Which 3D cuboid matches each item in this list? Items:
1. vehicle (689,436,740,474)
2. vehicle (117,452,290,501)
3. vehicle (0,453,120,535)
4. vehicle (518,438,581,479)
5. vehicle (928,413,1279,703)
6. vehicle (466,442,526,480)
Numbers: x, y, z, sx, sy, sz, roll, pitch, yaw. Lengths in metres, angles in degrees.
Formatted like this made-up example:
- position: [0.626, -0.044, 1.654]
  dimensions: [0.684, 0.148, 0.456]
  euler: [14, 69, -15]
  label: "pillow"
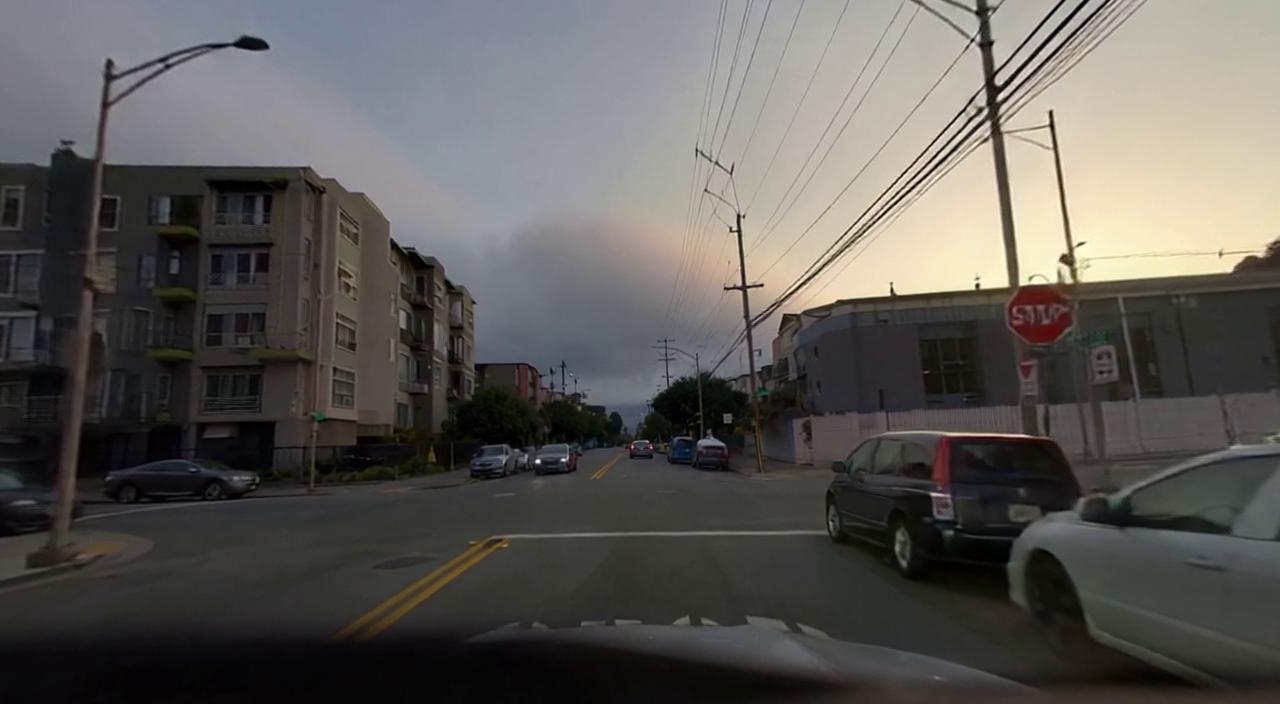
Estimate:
- position: [3.839, 5.406, 33.287]
  dimensions: [2.164, 1.721, 4.416]
  euler: [-4, -9, 1]
  label: "vehicle"
- position: [-17.214, 4.902, 25.067]
  dimensions: [5.354, 1.773, 1.991]
  euler: [0, -9, 0]
  label: "vehicle"
- position: [-16.522, 3.509, 15.505]
  dimensions: [5.392, 1.808, 2.324]
  euler: [-2, -9, 0]
  label: "vehicle"
- position: [-4.248, 5.112, 30.464]
  dimensions: [2.201, 1.801, 4.750]
  euler: [-1, -9, 1]
  label: "vehicle"
- position: [3.406, 1.057, 2.910]
  dimensions: [1.888, 1.495, 4.567]
  euler: [0, -9, -1]
  label: "vehicle"
- position: [-7.579, 5.778, 33.760]
  dimensions: [2.140, 1.874, 4.475]
  euler: [0, -9, 0]
  label: "vehicle"
